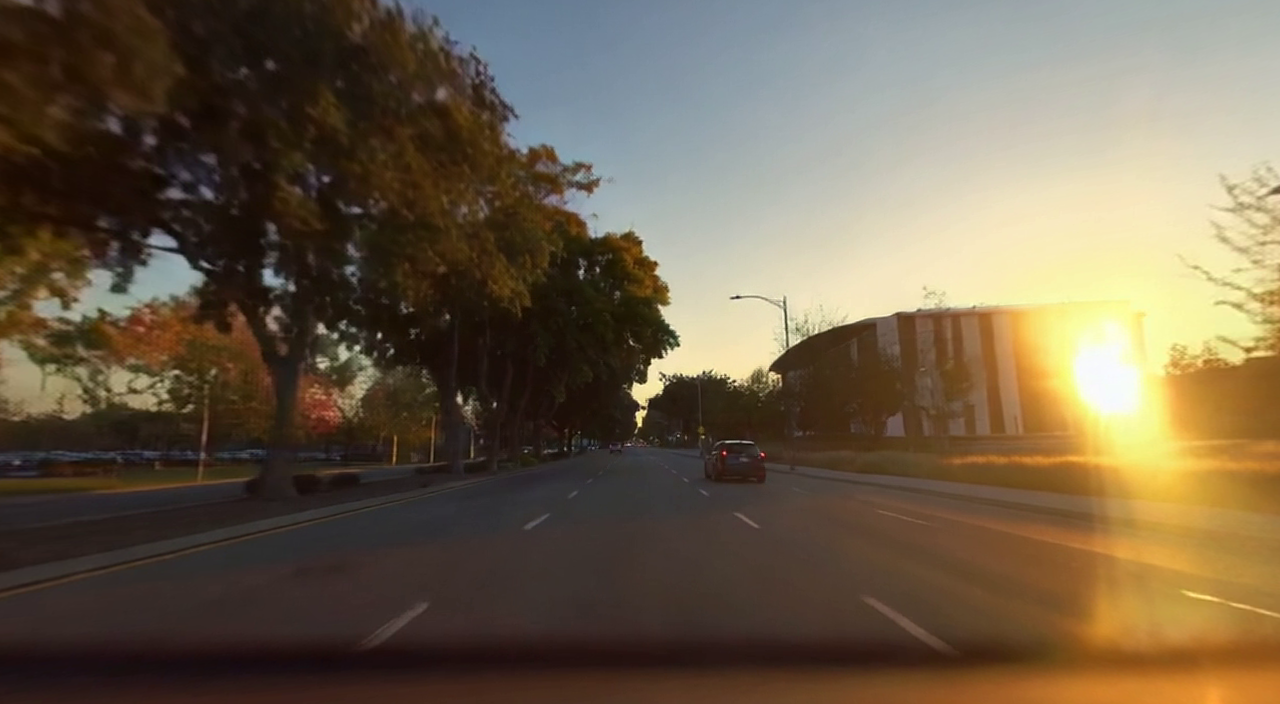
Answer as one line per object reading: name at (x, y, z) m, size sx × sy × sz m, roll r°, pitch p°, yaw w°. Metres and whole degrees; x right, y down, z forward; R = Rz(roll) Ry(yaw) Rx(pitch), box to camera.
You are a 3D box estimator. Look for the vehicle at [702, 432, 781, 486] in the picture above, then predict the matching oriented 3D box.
vehicle at (3.529, 3.820, 22.851) m, size 2.083 × 1.743 × 4.354 m, roll 0°, pitch -8°, yaw -1°
